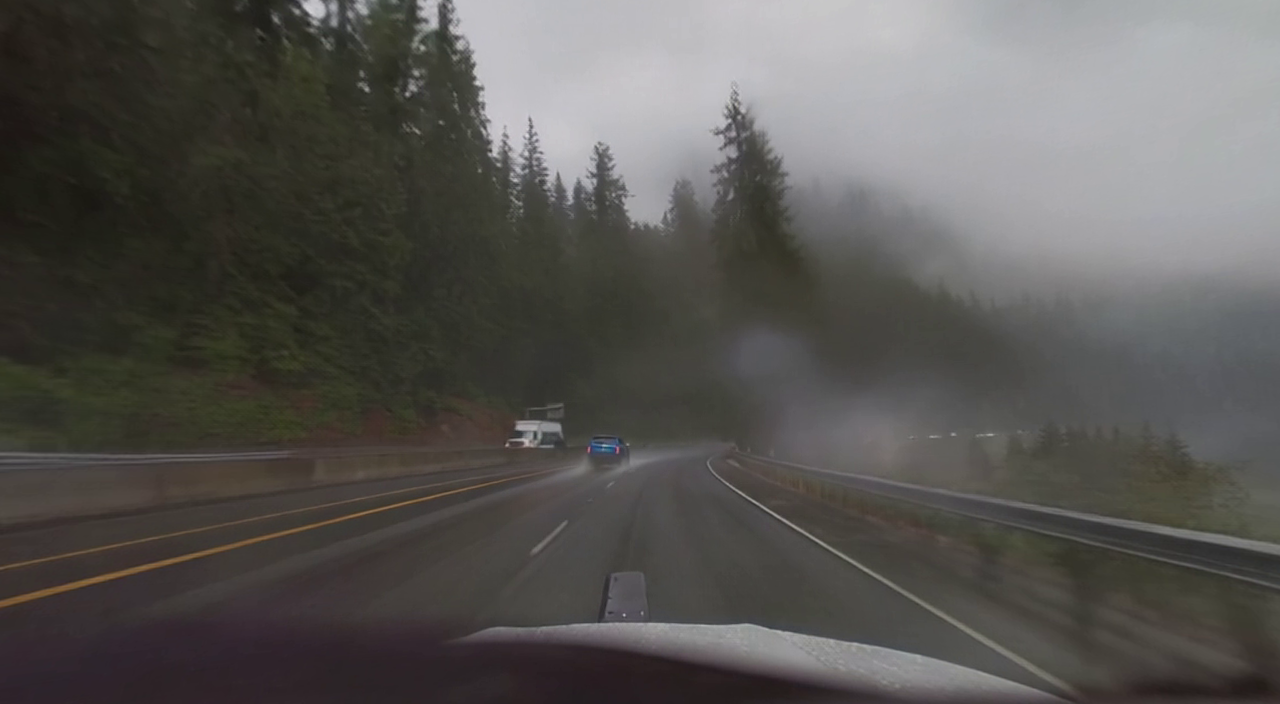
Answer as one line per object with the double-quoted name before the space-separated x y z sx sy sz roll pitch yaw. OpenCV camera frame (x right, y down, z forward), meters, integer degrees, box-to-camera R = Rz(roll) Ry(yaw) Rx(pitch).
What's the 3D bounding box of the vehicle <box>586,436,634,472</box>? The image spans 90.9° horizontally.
"vehicle" -1.526 5.439 33.886 2.005 1.752 4.479 -1 -8 5
